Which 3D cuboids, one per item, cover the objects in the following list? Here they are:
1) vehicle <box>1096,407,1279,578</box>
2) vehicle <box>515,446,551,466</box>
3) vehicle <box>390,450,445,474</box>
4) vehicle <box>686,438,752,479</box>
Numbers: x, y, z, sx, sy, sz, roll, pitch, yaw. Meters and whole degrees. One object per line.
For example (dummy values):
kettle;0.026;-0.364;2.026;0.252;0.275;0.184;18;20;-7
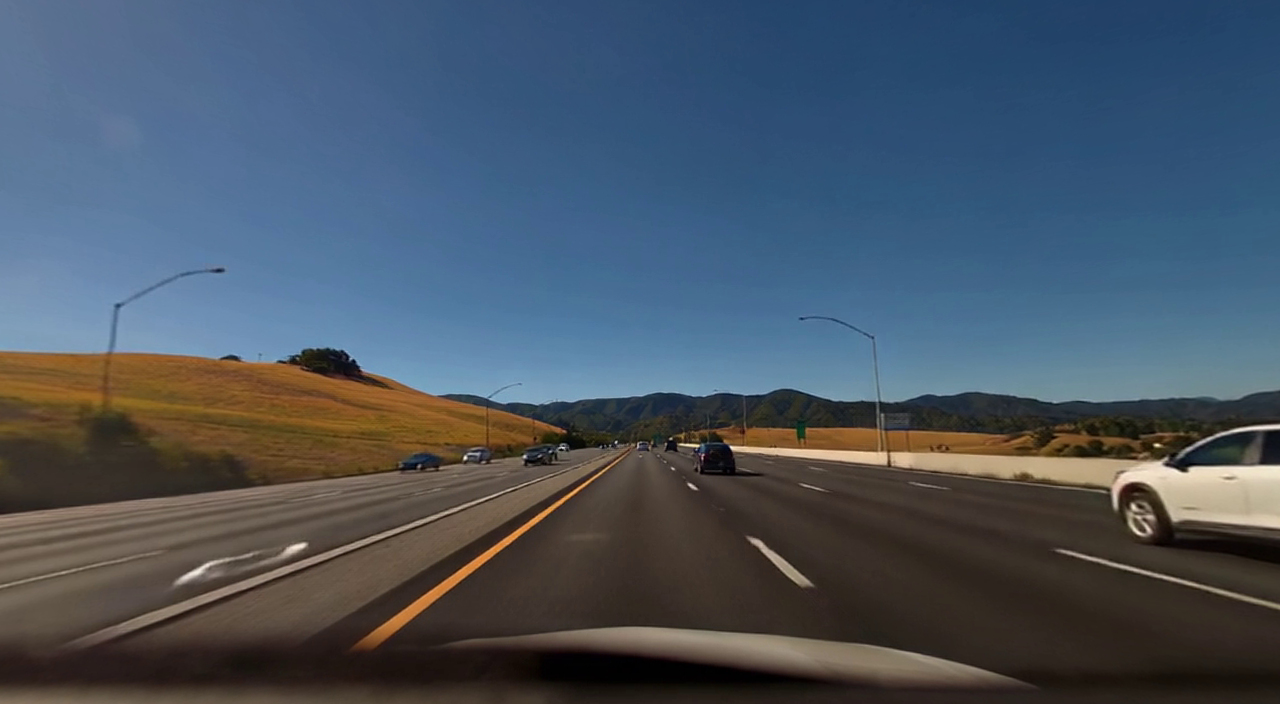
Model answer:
vehicle;6.779;1.240;5.537;1.988;1.530;4.777;0;-8;0
vehicle;-8.295;8.068;49.126;1.949;1.488;4.526;-1;-8;1
vehicle;-15.545;7.700;44.362;2.136;1.479;4.748;-1;-8;1
vehicle;2.972;4.129;24.658;2.044;1.444;4.216;0;-8;0
